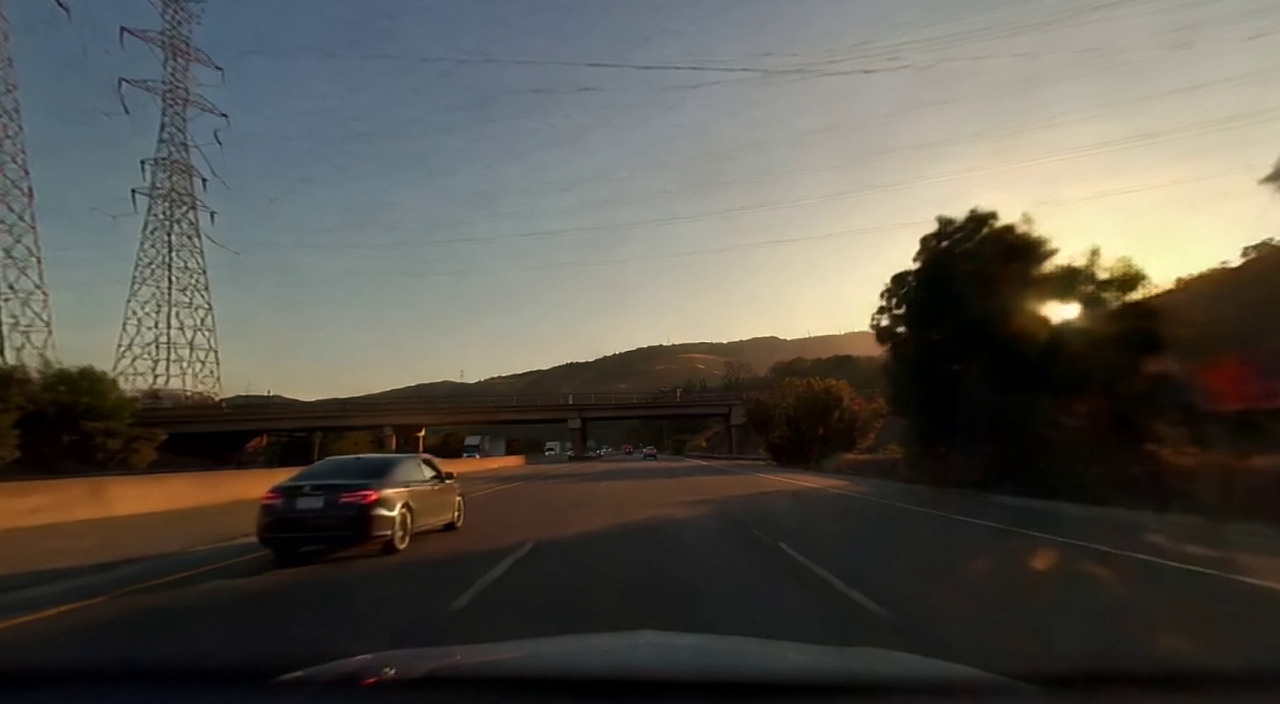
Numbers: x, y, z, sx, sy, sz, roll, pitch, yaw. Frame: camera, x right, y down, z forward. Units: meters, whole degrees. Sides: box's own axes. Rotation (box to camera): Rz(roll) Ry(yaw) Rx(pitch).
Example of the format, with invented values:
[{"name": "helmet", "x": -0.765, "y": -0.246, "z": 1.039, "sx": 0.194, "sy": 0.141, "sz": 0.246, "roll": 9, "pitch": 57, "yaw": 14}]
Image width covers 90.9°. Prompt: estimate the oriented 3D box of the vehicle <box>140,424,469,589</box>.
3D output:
[{"name": "vehicle", "x": -3.787, "y": 1.807, "z": 8.161, "sx": 1.924, "sy": 1.550, "sz": 4.165, "roll": 0, "pitch": -9, "yaw": 0}]
